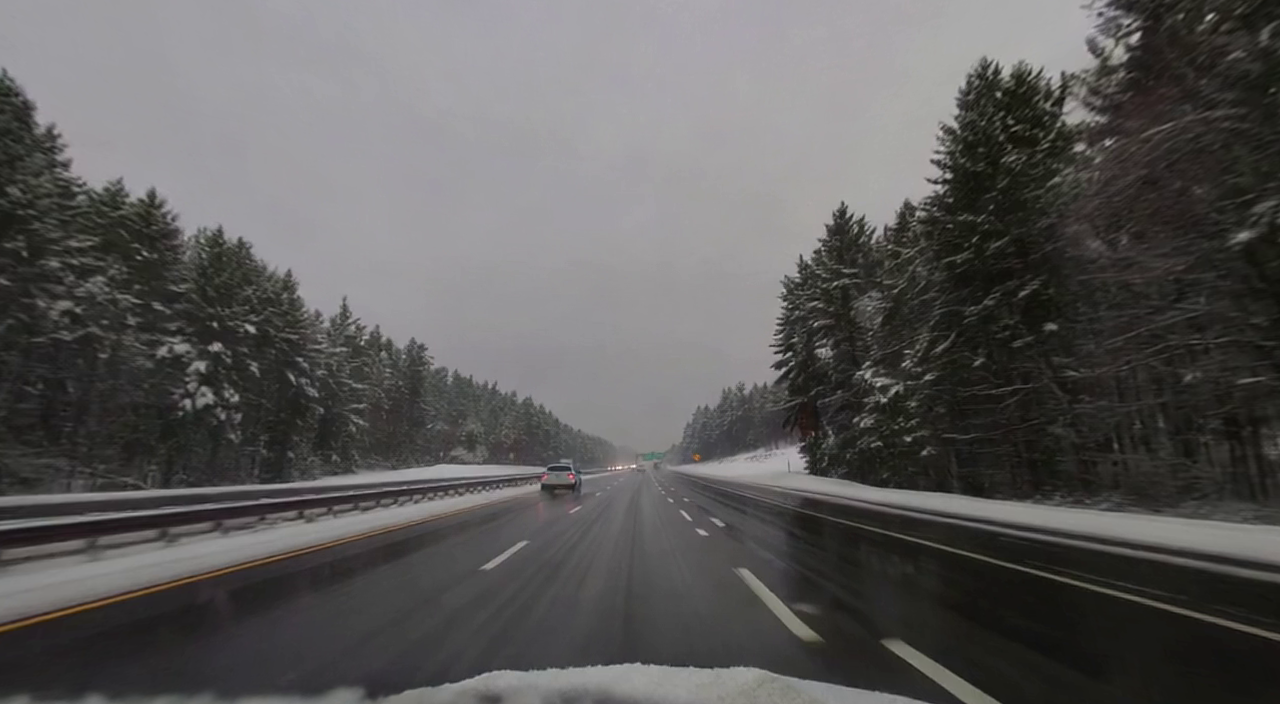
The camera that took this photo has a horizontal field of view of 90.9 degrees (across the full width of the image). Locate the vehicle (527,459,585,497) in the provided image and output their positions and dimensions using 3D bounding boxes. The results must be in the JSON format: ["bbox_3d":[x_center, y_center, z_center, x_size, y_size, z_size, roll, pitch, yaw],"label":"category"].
[{"bbox_3d":[-3.874,5.961,29.918,2.180,1.618,4.219,1,-10,0],"label":"vehicle"}]
